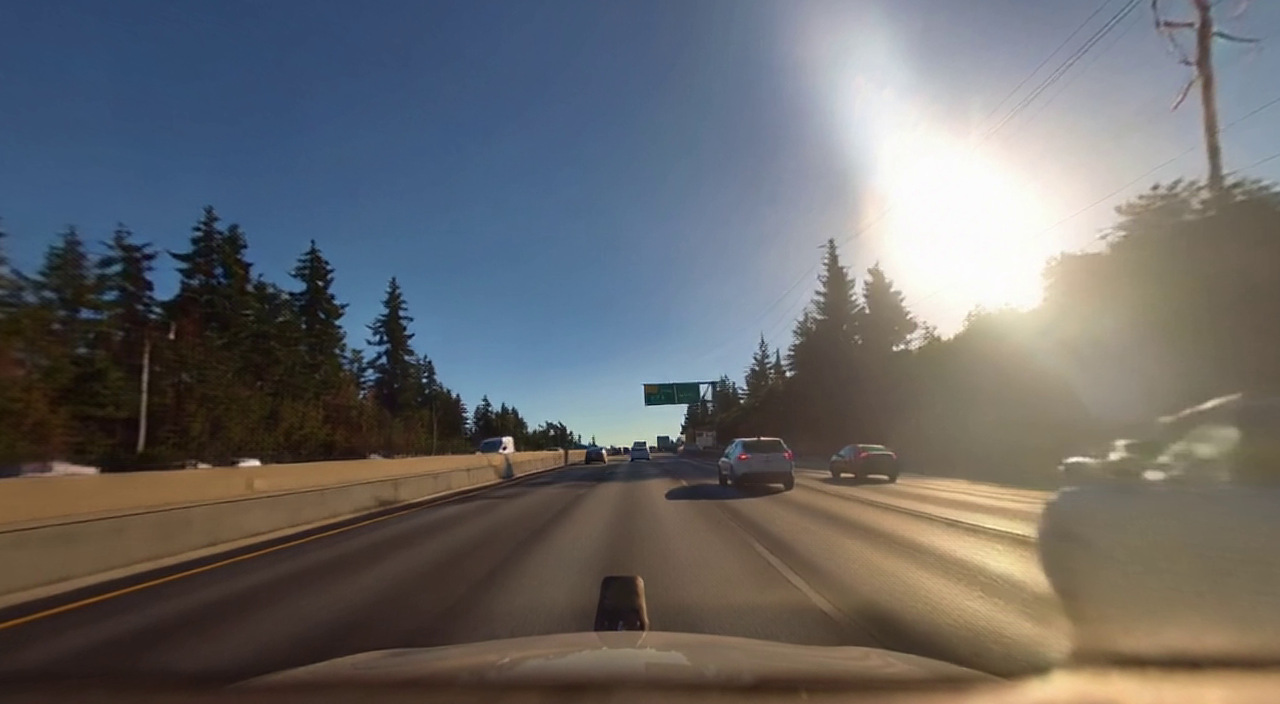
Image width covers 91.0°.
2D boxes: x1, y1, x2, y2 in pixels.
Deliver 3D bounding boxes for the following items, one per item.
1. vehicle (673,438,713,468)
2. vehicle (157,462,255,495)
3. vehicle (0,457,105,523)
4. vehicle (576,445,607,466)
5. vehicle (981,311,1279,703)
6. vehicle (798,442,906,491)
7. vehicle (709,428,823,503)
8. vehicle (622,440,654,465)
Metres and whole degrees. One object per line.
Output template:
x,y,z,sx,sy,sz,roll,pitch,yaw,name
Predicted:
3.525,6.791,42.494,2.095,1.886,4.727,0,-8,-2,vehicle
-23.019,6.699,33.651,1.855,1.462,4.718,0,-8,0,vehicle
-19.031,4.099,18.848,1.920,1.758,4.611,0,-8,0,vehicle
-3.663,7.904,48.228,2.051,1.510,4.373,0,-8,0,vehicle
3.602,0.705,2.118,2.138,1.826,4.783,0,-8,-1,vehicle
6.876,3.746,20.971,1.992,1.431,4.506,0,-8,0,vehicle
3.266,3.044,17.305,2.111,1.755,4.459,0,-8,-1,vehicle
-0.153,7.636,47.779,2.314,1.796,4.254,0,-8,-1,vehicle
